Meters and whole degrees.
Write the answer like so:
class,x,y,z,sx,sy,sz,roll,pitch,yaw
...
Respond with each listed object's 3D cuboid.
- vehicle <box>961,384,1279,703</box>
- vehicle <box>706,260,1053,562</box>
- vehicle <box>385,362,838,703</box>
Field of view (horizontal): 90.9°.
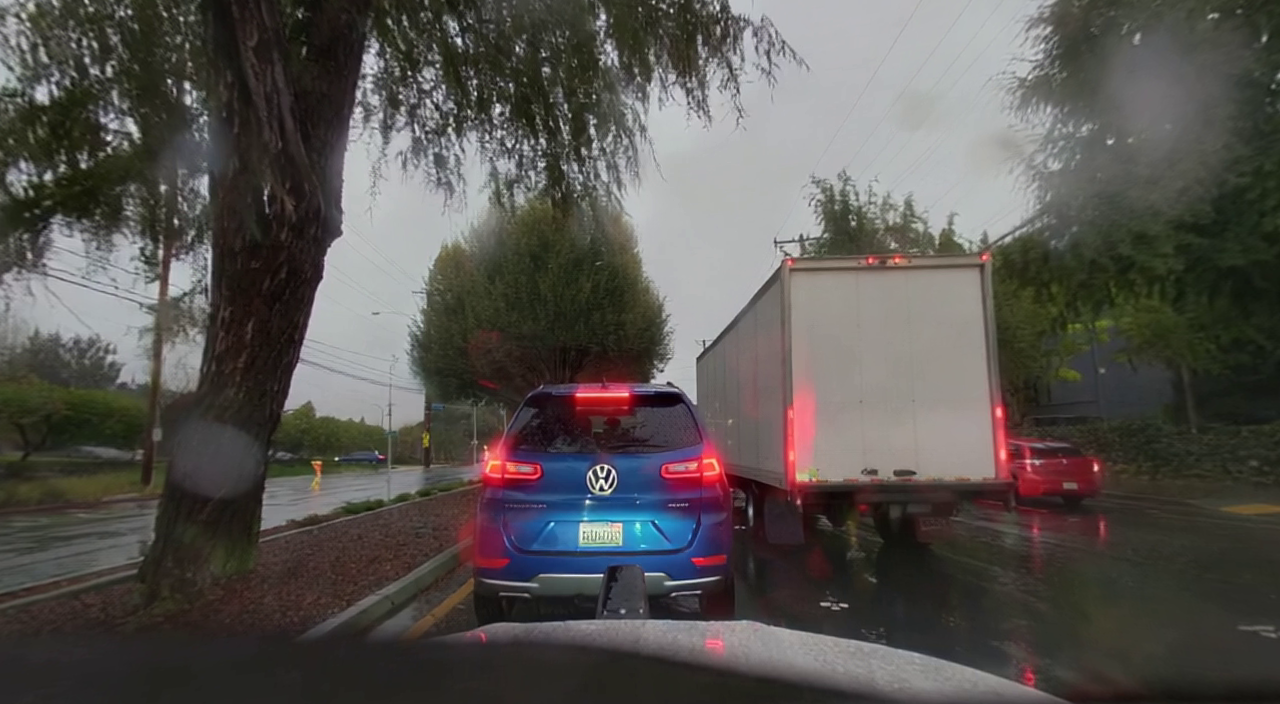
class,x,y,z,sx,sy,sz,roll,pitch,yaw
vehicle,2.832,0.747,1.196,1.971,1.484,4.728,0,-8,0
vehicle,3.228,1.274,11.839,2.915,3.559,8.848,0,-8,0
vehicle,-0.129,1.223,5.140,2.114,1.732,4.230,0,-8,0
